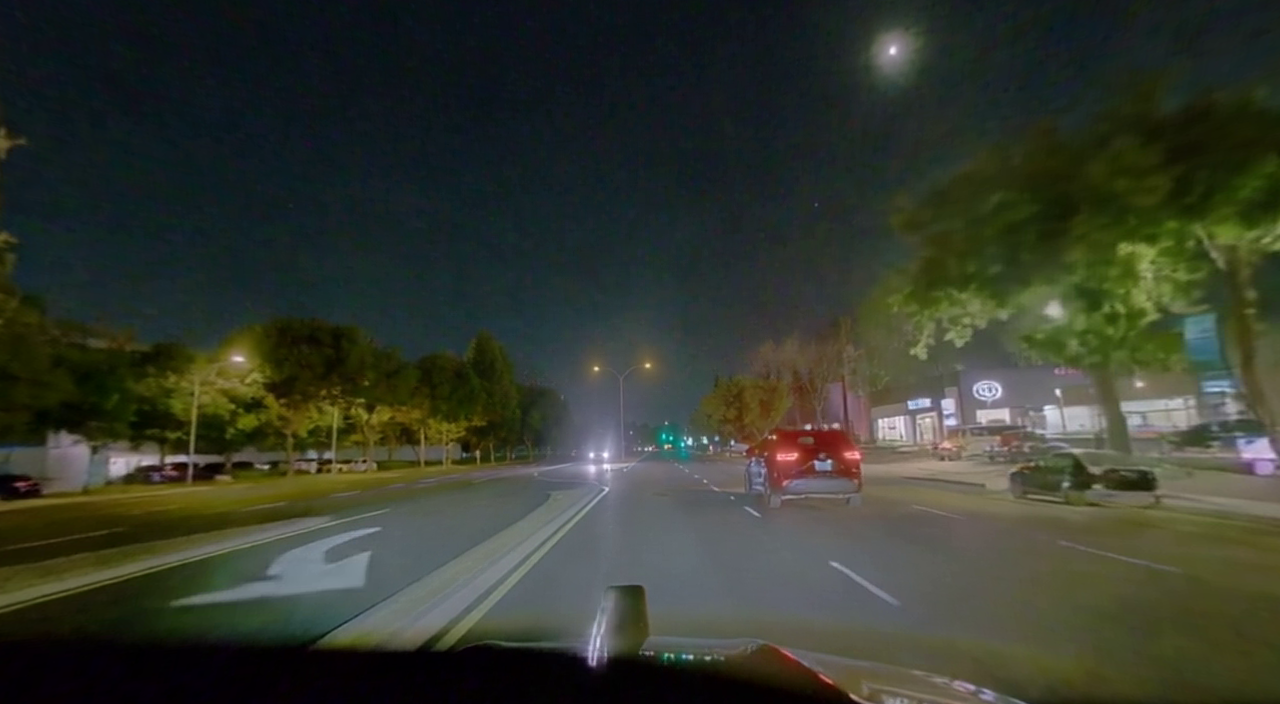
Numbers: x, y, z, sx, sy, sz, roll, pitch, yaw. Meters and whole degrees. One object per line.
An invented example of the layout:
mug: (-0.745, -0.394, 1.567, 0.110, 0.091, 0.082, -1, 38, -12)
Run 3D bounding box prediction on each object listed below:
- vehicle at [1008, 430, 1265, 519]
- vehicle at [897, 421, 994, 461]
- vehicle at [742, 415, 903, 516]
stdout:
vehicle: (10.781, 2.670, 14.278, 2.154, 1.678, 4.428, 0, -8, 0)
vehicle: (15.814, 4.676, 33.038, 2.139, 1.881, 5.511, 0, -8, -2)
vehicle: (3.751, 2.436, 13.977, 2.183, 1.845, 4.482, 0, -8, 0)
